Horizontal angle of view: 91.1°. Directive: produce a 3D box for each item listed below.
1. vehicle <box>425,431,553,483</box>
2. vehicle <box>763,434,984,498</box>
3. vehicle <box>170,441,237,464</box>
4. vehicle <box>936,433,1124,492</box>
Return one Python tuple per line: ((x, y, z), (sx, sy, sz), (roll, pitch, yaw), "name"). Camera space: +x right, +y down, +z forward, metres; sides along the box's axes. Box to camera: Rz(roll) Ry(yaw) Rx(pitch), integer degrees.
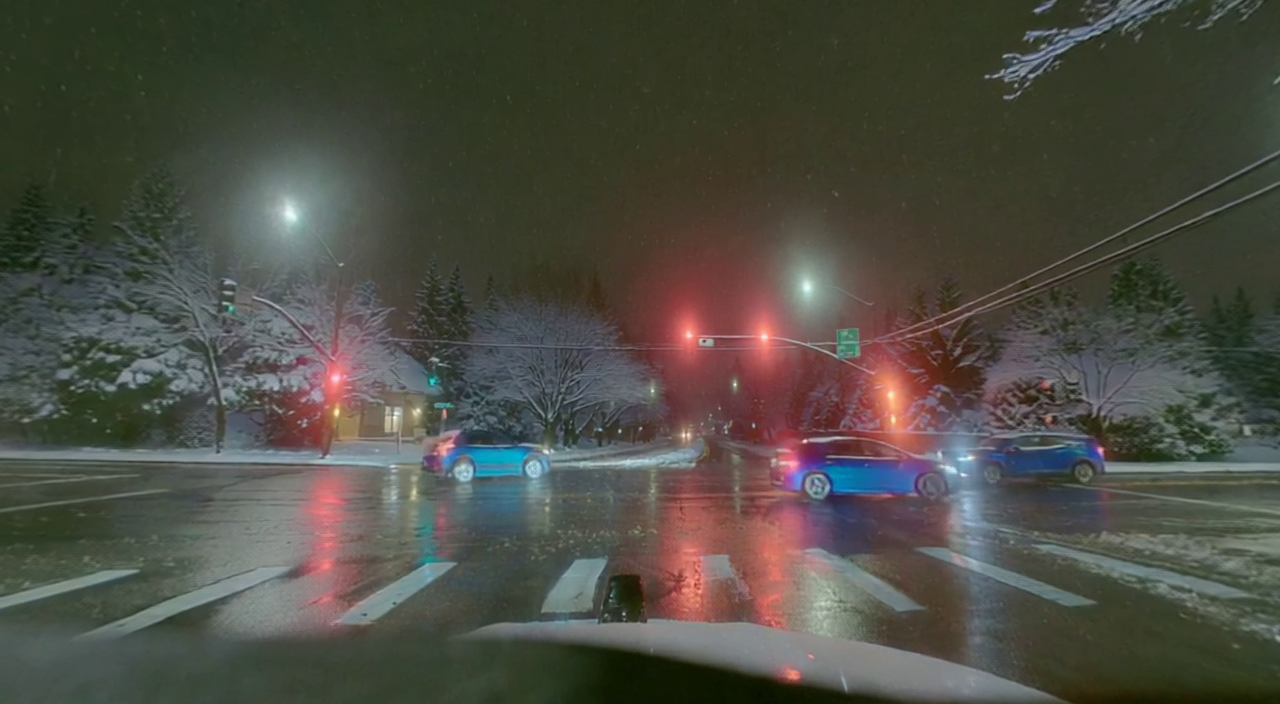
((-5.675, 3.903, 23.595), (4.346, 1.753, 1.994), (3, -9, -23), "vehicle")
((5.964, 2.958, 16.524), (5.000, 1.559, 1.960), (0, -8, 0), "vehicle")
((-29.118, 6.702, 42.041), (1.696, 1.431, 3.686), (0, -8, 3), "vehicle")
((12.416, 3.539, 20.277), (4.580, 1.768, 2.134), (0, -8, 1), "vehicle")
